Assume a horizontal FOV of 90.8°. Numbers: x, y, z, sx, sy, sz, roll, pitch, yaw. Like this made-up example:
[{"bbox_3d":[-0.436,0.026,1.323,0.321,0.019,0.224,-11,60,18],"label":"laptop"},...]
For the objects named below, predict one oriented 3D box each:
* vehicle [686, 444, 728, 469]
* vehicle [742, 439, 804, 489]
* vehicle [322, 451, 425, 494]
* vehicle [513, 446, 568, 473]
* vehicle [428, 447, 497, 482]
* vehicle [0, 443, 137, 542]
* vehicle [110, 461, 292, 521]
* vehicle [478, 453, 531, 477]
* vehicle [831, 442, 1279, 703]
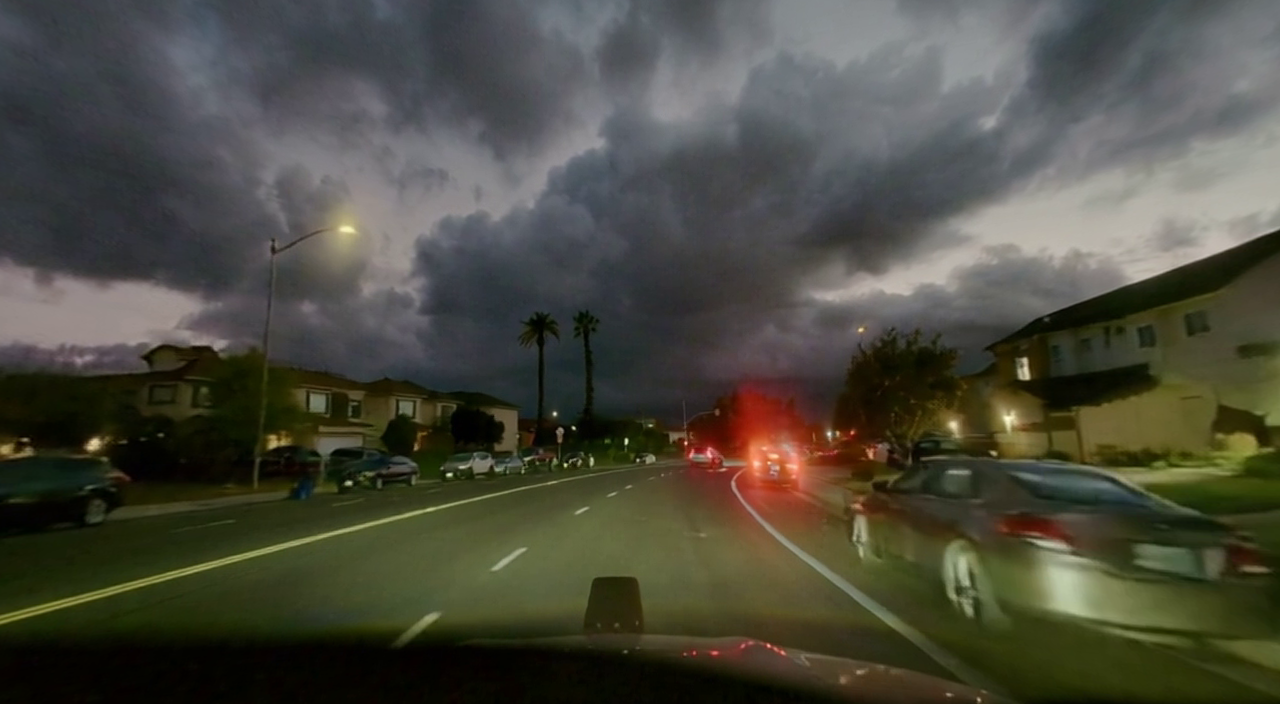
[{"bbox_3d":[4.274,6.571,39.785,2.035,1.474,4.284,-2,-9,14],"label":"vehicle"},{"bbox_3d":[4.964,4.185,23.940,2.043,1.692,4.581,-2,-9,10],"label":"vehicle"},{"bbox_3d":[-11.963,5.424,28.782,1.967,1.736,4.730,-2,-9,10],"label":"vehicle"},{"bbox_3d":[-7.649,8.359,49.307,2.051,1.957,5.968,-2,-9,14],"label":"vehicle"},{"bbox_3d":[-10.466,6.653,37.712,2.081,1.948,4.821,-1,-9,9],"label":"vehicle"},{"bbox_3d":[-13.541,2.902,13.010,2.131,1.902,4.924,-3,-9,3],"label":"vehicle"},{"bbox_3d":[-13.093,4.132,19.314,1.866,1.501,4.681,-1,-9,5],"label":"vehicle"},{"bbox_3d":[-9.192,7.726,43.266,1.786,1.488,4.518,-2,-9,12],"label":"vehicle"},{"bbox_3d":[3.415,1.556,5.693,2.037,1.425,4.621,0,-9,1],"label":"vehicle"}]
